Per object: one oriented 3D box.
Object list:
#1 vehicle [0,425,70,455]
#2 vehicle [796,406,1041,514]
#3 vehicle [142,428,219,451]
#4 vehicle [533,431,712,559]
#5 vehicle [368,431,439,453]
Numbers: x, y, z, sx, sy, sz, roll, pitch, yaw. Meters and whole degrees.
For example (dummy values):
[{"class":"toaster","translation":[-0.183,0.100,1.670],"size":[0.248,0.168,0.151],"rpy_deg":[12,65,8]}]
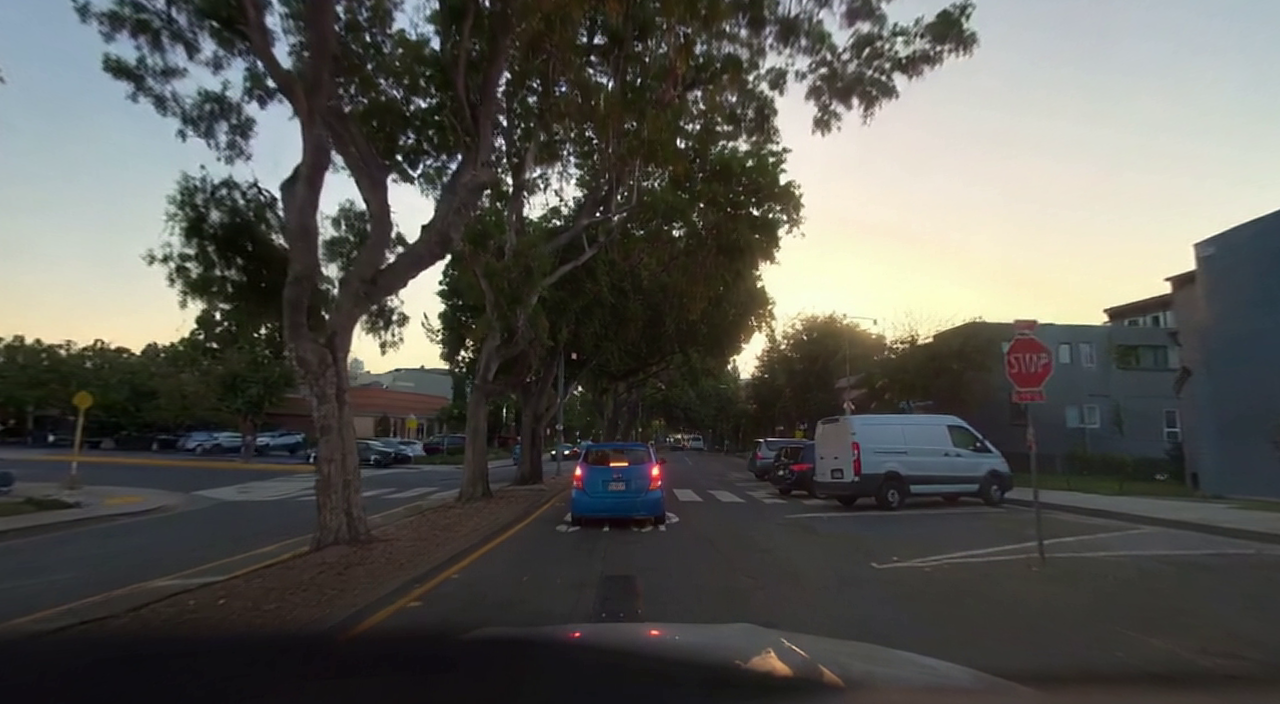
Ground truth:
[{"class":"vehicle","translation":[-32.033,4.477,32.086],"size":[4.006,1.491,2.007],"rpy_deg":[1,-9,-5]},{"class":"vehicle","translation":[6.547,2.470,14.816],"size":[5.385,2.146,2.143],"rpy_deg":[4,-9,-26]},{"class":"vehicle","translation":[-32.051,6.106,44.151],"size":[3.915,1.574,1.850],"rpy_deg":[0,-9,2]},{"class":"vehicle","translation":[-0.268,1.987,9.606],"size":[2.065,1.450,4.522],"rpy_deg":[0,-8,-2]},{"class":"vehicle","translation":[-18.610,7.133,49.911],"size":[4.892,1.679,1.927],"rpy_deg":[1,-9,-7]}]
